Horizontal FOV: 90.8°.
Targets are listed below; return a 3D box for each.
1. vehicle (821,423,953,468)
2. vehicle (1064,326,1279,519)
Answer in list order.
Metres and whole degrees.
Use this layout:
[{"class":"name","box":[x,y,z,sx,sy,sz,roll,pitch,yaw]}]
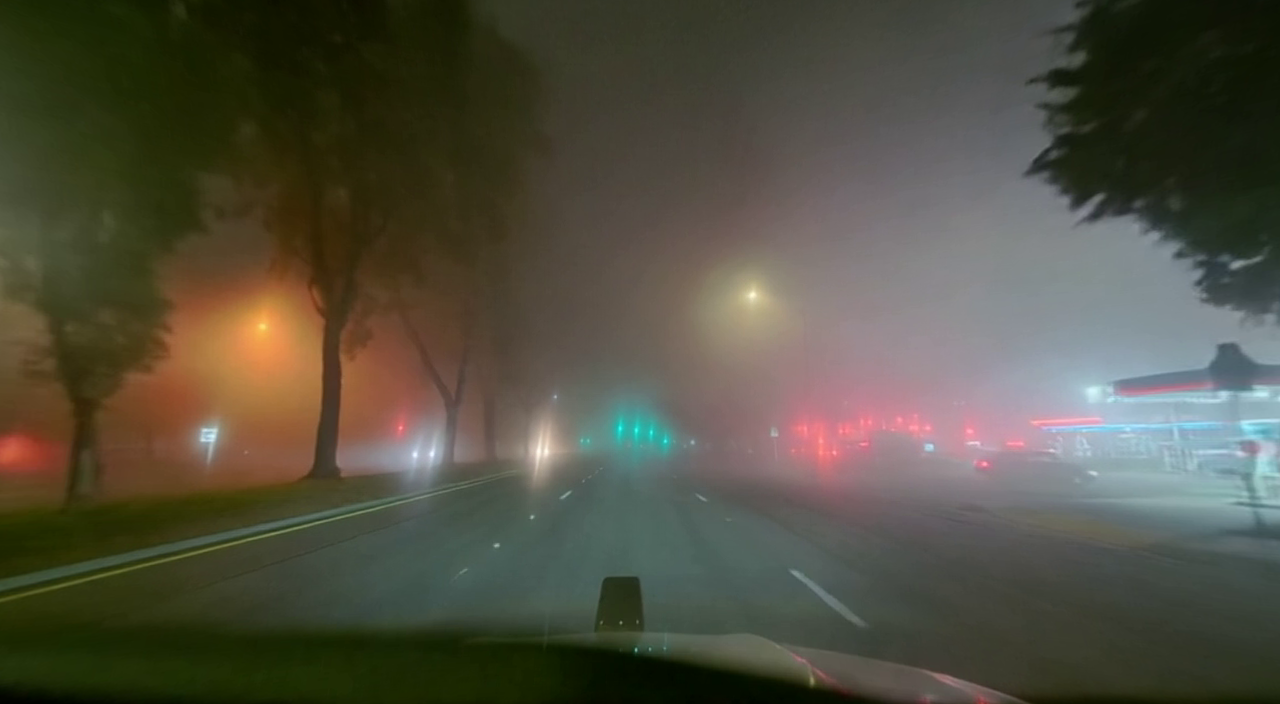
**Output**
[{"class":"vehicle","box":[13.227,5.052,34.221,6.063,2.313,2.534,0,-8,1]},{"class":"vehicle","box":[14.319,1.483,12.885,9.127,3.409,2.992,1,-8,-2]}]
